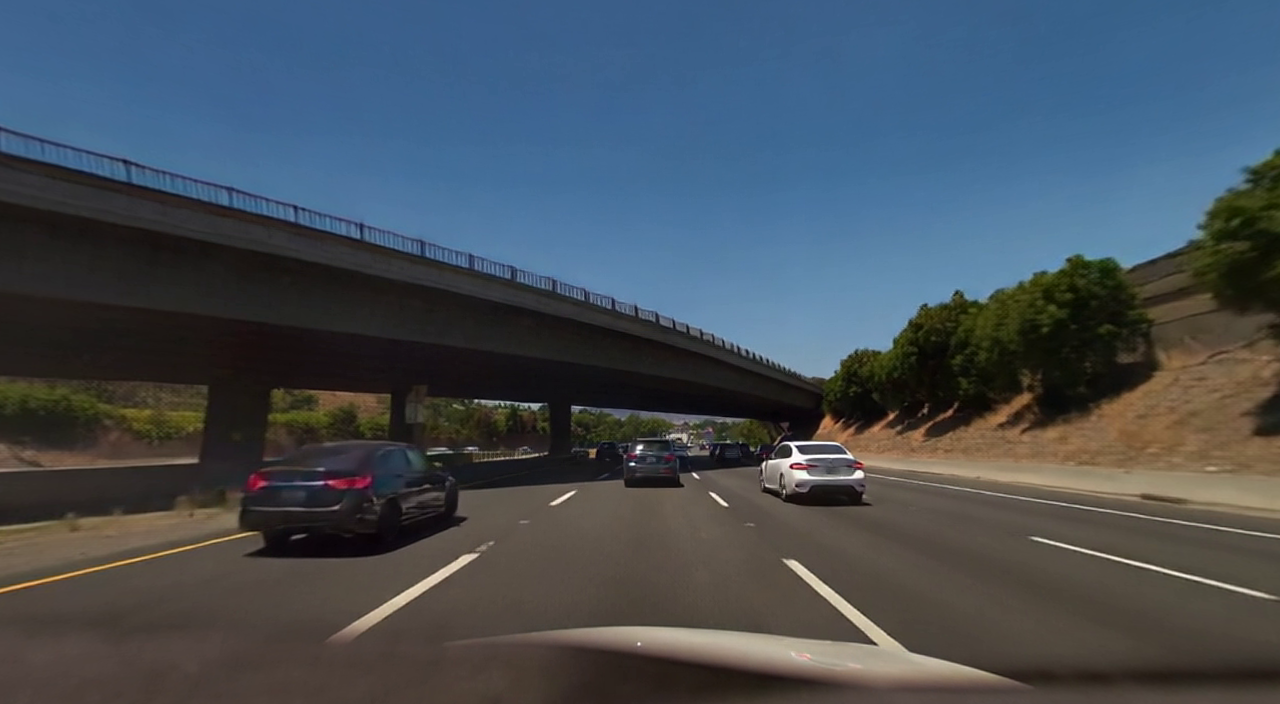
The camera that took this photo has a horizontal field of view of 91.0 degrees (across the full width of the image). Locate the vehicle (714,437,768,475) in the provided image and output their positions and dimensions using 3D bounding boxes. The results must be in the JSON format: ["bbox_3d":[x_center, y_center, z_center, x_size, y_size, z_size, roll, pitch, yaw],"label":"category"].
[{"bbox_3d":[4.950,5.176,31.529,2.063,1.710,4.591,0,-9,2],"label":"vehicle"}]

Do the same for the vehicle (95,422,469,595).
[{"bbox_3d":[-3.752,1.703,7.716,2.012,1.495,4.169,0,-9,2],"label":"vehicle"}]

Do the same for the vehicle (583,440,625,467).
[{"bbox_3d":[-2.274,6.661,41.459,2.128,1.627,4.697,0,-9,4],"label":"vehicle"}]

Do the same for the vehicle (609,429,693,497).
[{"bbox_3d":[0.336,3.186,18.397,2.181,1.728,3.970,0,-9,1],"label":"vehicle"}]

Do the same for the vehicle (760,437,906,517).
[{"bbox_3d":[4.148,2.764,14.407,1.999,1.514,4.338,0,-9,0],"label":"vehicle"}]
